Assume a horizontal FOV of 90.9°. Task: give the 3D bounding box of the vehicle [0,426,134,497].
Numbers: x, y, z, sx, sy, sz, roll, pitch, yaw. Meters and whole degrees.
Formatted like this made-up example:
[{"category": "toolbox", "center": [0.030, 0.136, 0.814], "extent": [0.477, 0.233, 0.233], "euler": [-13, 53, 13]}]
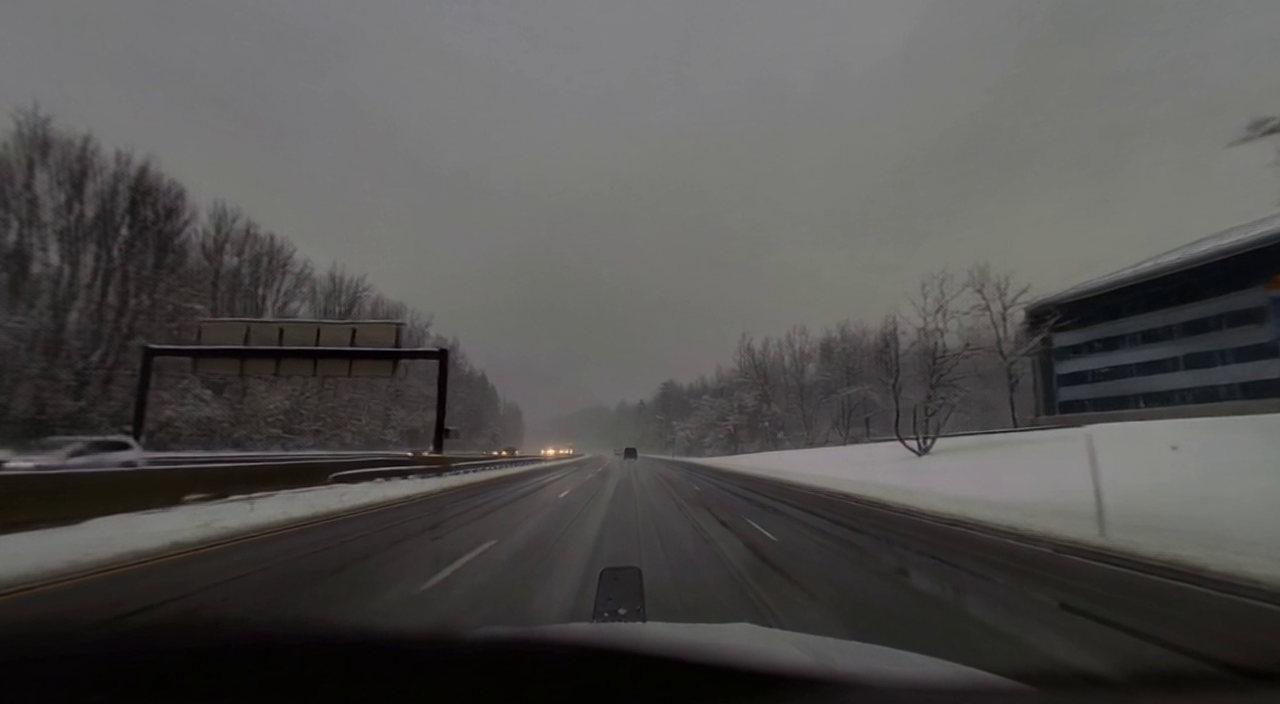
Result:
[{"category": "vehicle", "center": [-14.458, 2.529, 14.668], "extent": [1.878, 1.478, 4.122], "euler": [0, -9, 0]}]
